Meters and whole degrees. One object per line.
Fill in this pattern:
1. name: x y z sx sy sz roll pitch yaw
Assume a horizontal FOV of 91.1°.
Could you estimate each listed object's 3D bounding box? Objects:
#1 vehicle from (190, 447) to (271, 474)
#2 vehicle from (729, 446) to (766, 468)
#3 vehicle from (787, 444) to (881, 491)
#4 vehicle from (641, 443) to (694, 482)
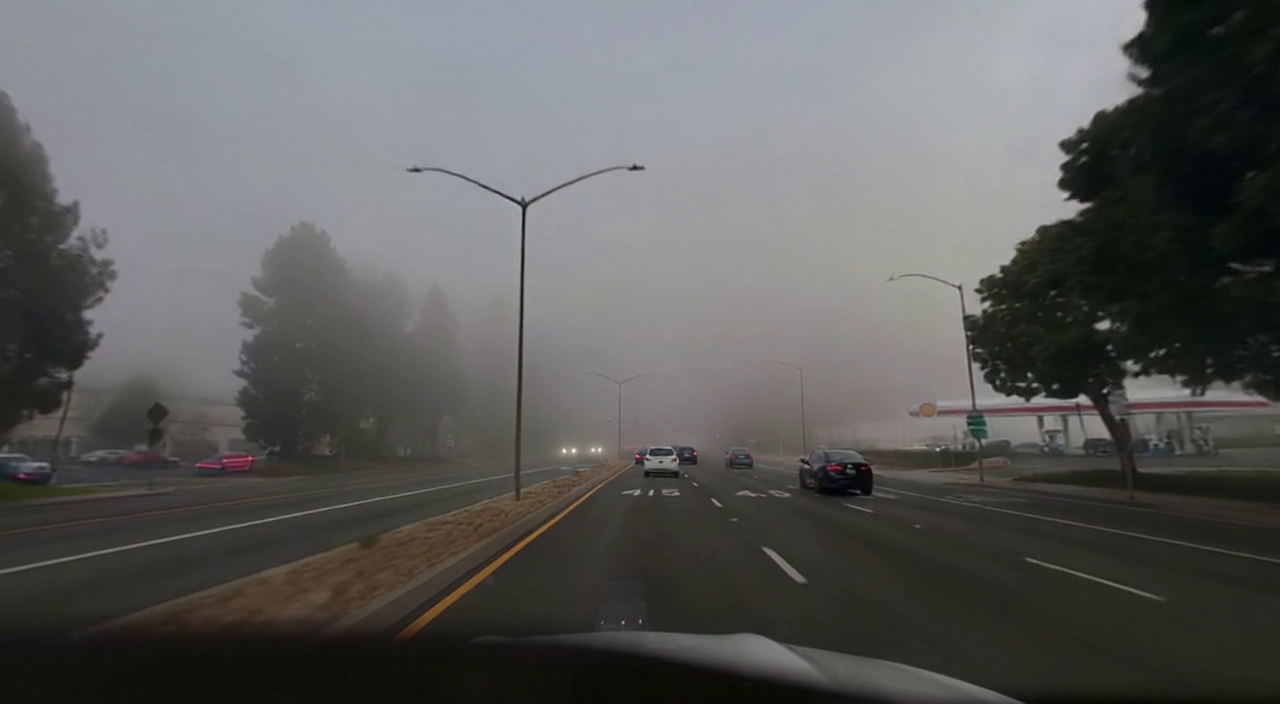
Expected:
1. vehicle: -28.858 7.622 44.473 2.011 1.762 5.267 0 -8 3
2. vehicle: 7.750 7.540 45.490 1.930 1.479 4.477 0 -8 0
3. vehicle: 6.722 4.023 22.311 1.918 1.484 4.456 0 -8 0
4. vehicle: 1.063 4.585 26.338 1.971 1.479 4.493 0 -8 0
